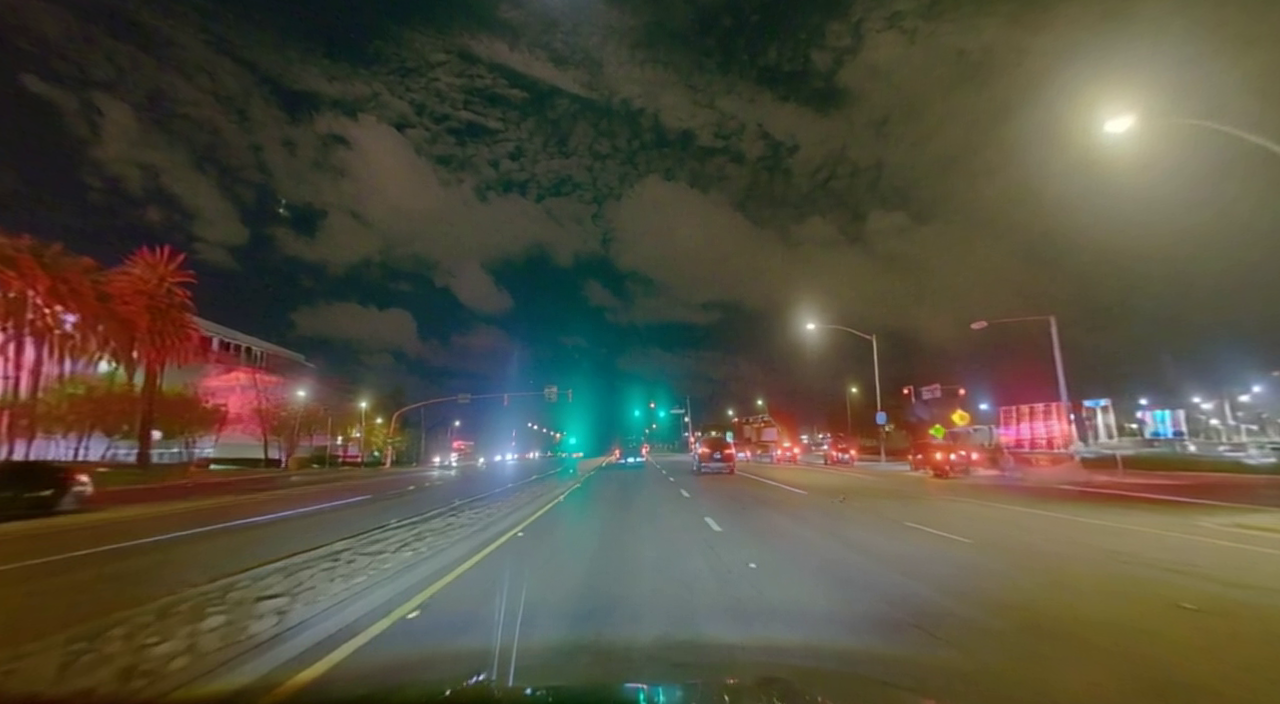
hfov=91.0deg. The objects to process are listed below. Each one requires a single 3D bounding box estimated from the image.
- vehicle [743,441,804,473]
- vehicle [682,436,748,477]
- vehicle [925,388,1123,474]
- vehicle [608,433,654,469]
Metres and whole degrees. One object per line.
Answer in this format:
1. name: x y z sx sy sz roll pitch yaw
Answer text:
1. vehicle: 6.651 5.248 31.819 1.975 1.483 4.769 0 -8 -1
2. vehicle: 3.077 4.425 26.883 2.195 1.590 4.668 0 -8 -1
3. vehicle: 17.511 3.685 29.037 7.270 3.743 2.677 1 -8 -3
4. vehicle: -0.480 5.309 33.806 2.277 1.816 4.192 0 -8 -1
